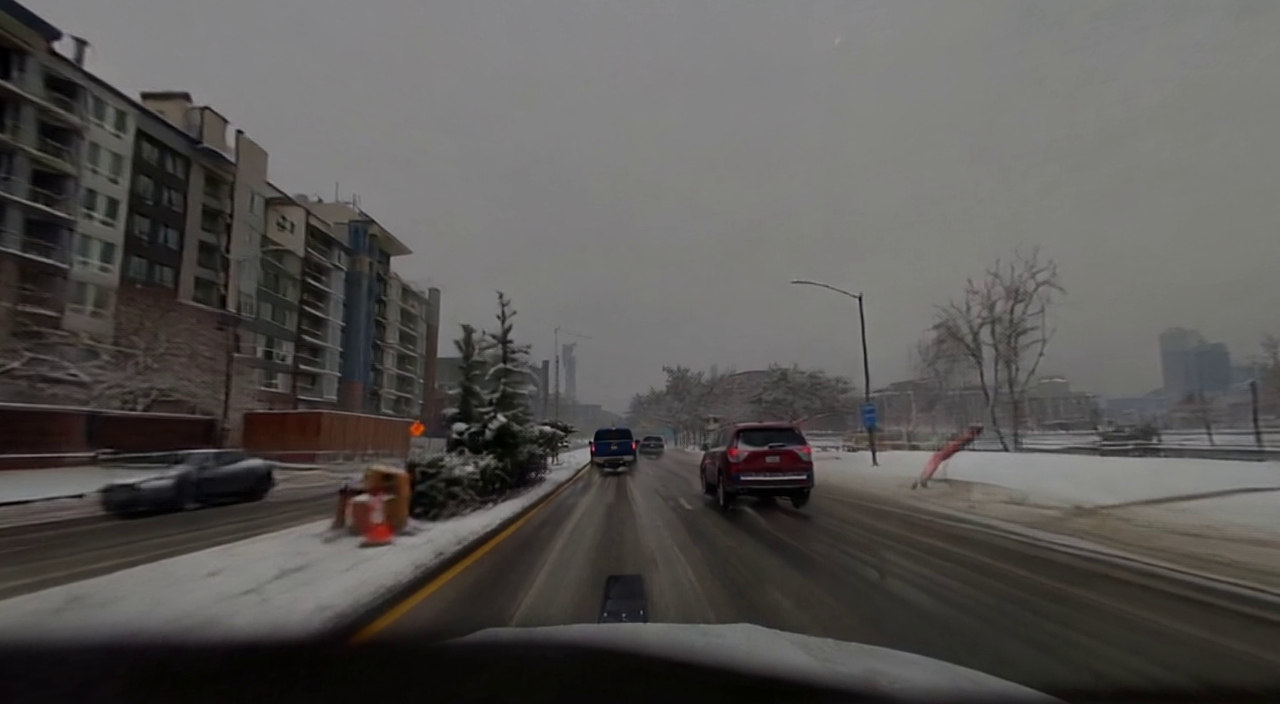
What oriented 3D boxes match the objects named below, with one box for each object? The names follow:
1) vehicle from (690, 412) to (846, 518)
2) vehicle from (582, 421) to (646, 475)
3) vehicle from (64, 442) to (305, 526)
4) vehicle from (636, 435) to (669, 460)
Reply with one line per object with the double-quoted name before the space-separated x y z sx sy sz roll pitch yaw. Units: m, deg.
"vehicle" 2.444 2.369 13.744 2.120 1.828 5.531 0 -8 -2
"vehicle" -1.243 4.632 30.475 2.762 2.309 6.723 0 -8 -2
"vehicle" -9.515 2.745 13.694 1.997 1.512 4.322 0 -8 0
"vehicle" 0.895 7.555 49.600 2.187 1.835 5.471 0 -8 -3
